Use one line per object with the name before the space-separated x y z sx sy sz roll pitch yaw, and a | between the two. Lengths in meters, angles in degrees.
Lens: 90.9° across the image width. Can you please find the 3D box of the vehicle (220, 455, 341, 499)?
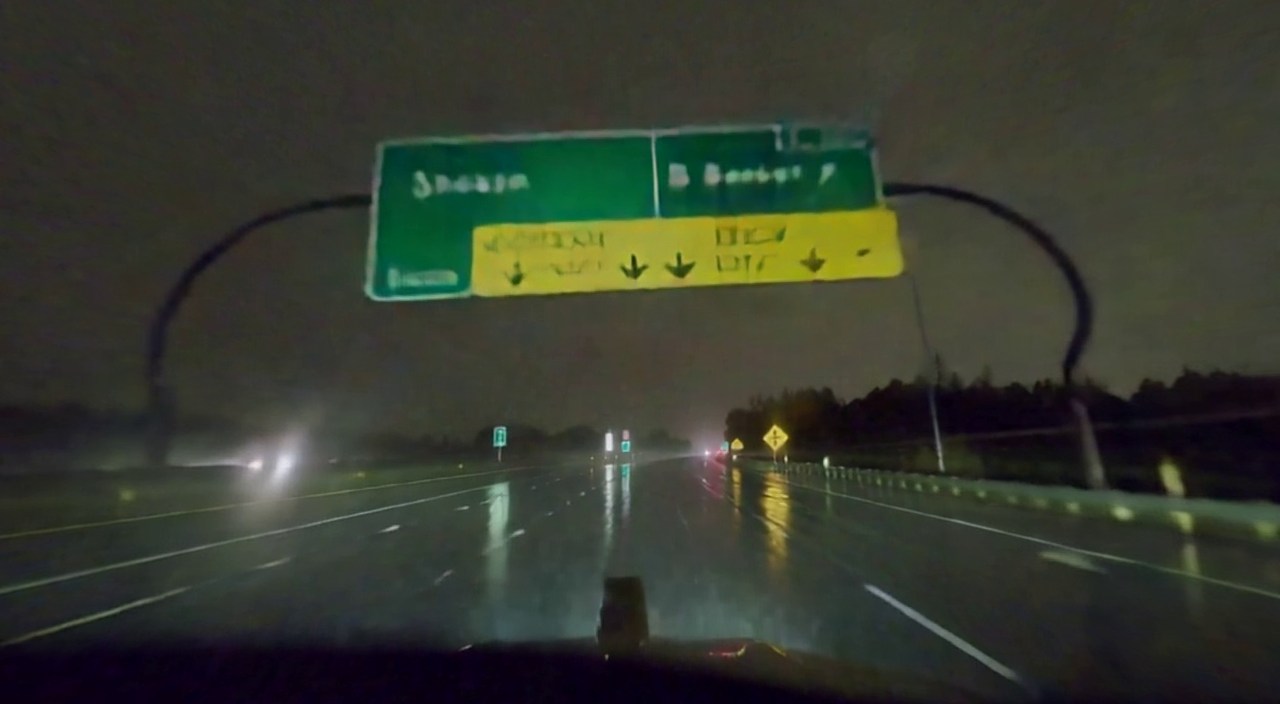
vehicle | -13.782 4.786 24.533 1.930 1.530 4.519 0 -9 2
